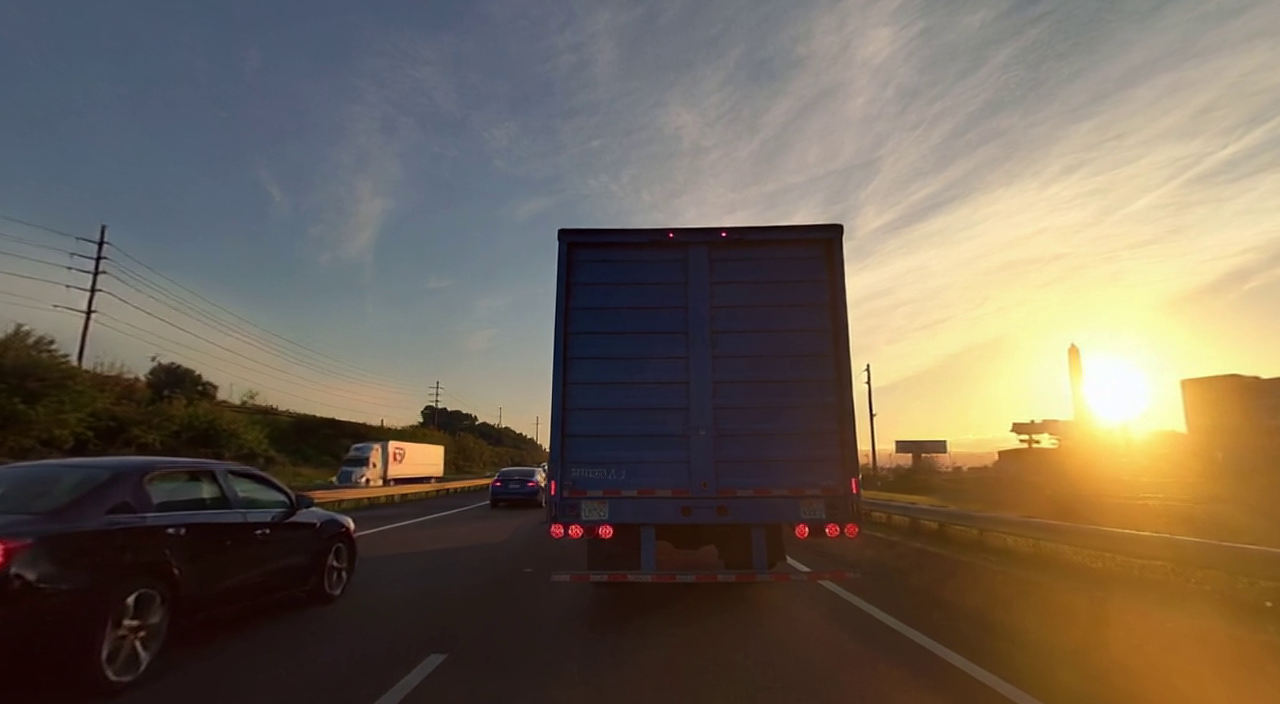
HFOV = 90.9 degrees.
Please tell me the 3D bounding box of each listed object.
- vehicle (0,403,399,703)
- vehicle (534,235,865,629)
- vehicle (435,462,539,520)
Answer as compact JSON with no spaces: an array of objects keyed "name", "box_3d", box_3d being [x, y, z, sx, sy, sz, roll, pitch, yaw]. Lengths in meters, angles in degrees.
[{"name":"vehicle","box_3d":[-3.875,1.377,4.780,1.983,1.575,4.973,0,-11,1]},{"name":"vehicle","box_3d":[0.671,1.414,9.998,2.831,3.529,8.689,0,-11,2]},{"name":"vehicle","box_3d":[-4.360,4.038,18.717,1.891,1.469,4.431,0,-11,1]}]
